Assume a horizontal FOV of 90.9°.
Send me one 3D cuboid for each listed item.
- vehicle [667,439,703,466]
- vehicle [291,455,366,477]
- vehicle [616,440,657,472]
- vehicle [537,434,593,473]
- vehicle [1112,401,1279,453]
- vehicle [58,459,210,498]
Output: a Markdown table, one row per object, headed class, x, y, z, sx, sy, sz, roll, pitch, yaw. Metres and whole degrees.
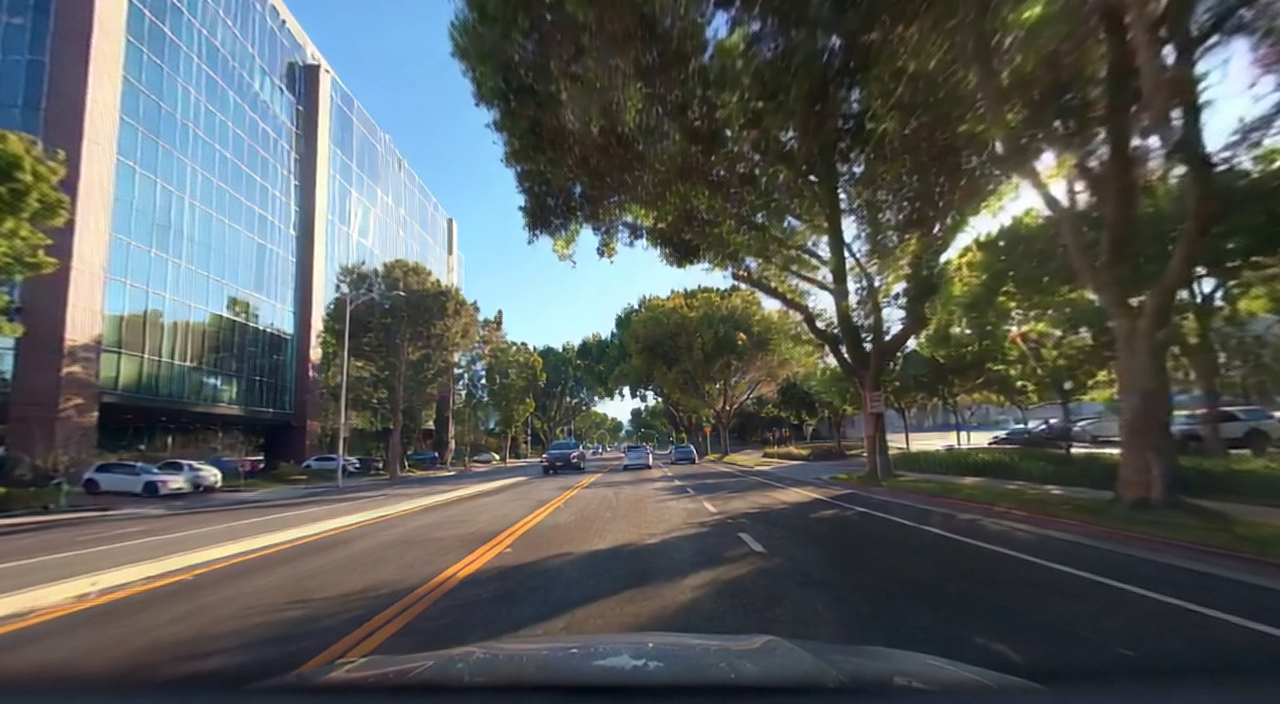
| class | x | y | z | sx | sy | sz | roll | pitch | yaw |
| --- | --- | --- | --- | --- | --- | --- | --- | --- | --- |
| vehicle | 3.176 | 7.201 | 45.284 | 2.189 | 1.766 | 4.495 | 0 | -9 | 0 |
| vehicle | -22.084 | 8.096 | 44.862 | 4.243 | 1.478 | 2.035 | 1 | -9 | -5 |
| vehicle | -0.178 | 5.584 | 33.978 | 2.109 | 1.612 | 3.963 | 0 | -9 | 0 |
| vehicle | -3.984 | 5.522 | 34.394 | 2.301 | 1.946 | 5.199 | 0 | -9 | 1 |
| vehicle | 20.739 | 2.791 | 23.344 | 4.632 | 1.582 | 2.071 | -4 | -8 | 4 |
| vehicle | -21.177 | 5.294 | 26.561 | 4.568 | 1.497 | 1.902 | 1 | -9 | -7 |
